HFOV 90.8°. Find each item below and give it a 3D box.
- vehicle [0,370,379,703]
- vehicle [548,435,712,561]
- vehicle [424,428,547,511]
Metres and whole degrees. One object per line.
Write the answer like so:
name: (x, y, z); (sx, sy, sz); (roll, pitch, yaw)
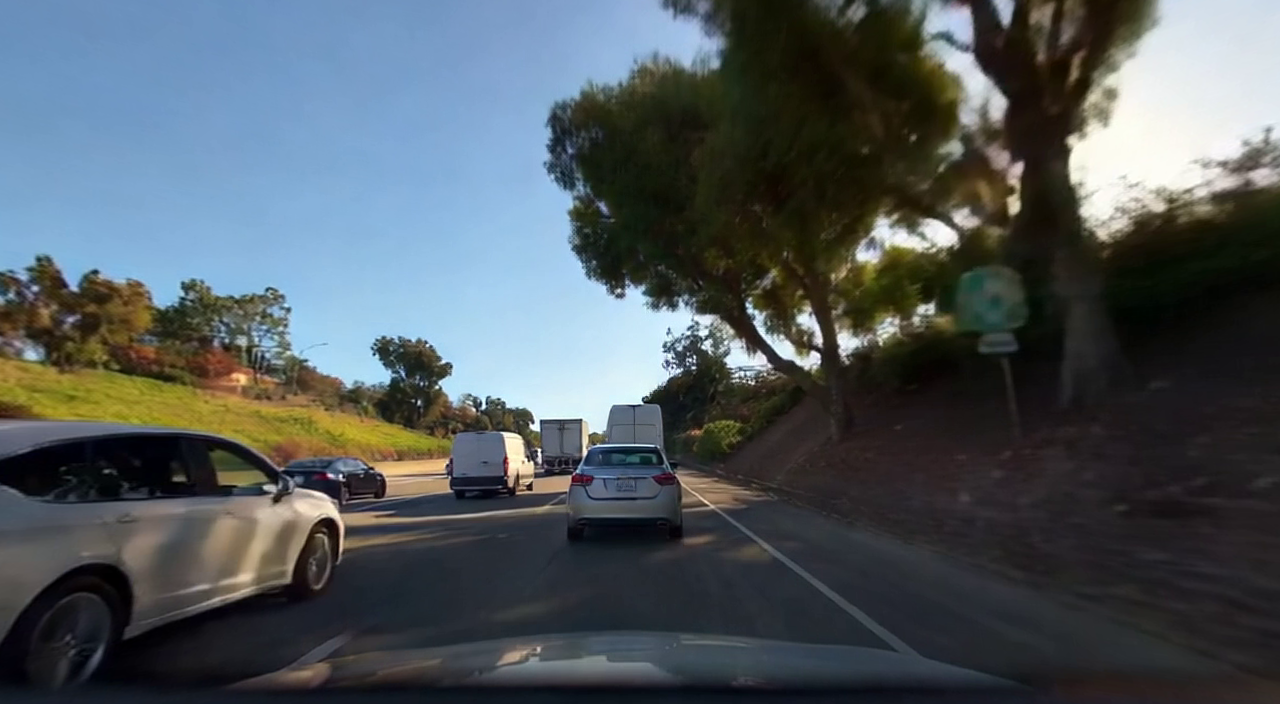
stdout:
vehicle: (-3.650, 1.148, 4.066); (2.029, 1.656, 4.437); (0, -9, 0)
vehicle: (-0.129, 2.047, 9.441); (1.995, 1.495, 3.380); (0, -9, 0)
vehicle: (-3.964, 3.108, 17.139); (2.055, 1.913, 4.584); (-1, -9, 2)
